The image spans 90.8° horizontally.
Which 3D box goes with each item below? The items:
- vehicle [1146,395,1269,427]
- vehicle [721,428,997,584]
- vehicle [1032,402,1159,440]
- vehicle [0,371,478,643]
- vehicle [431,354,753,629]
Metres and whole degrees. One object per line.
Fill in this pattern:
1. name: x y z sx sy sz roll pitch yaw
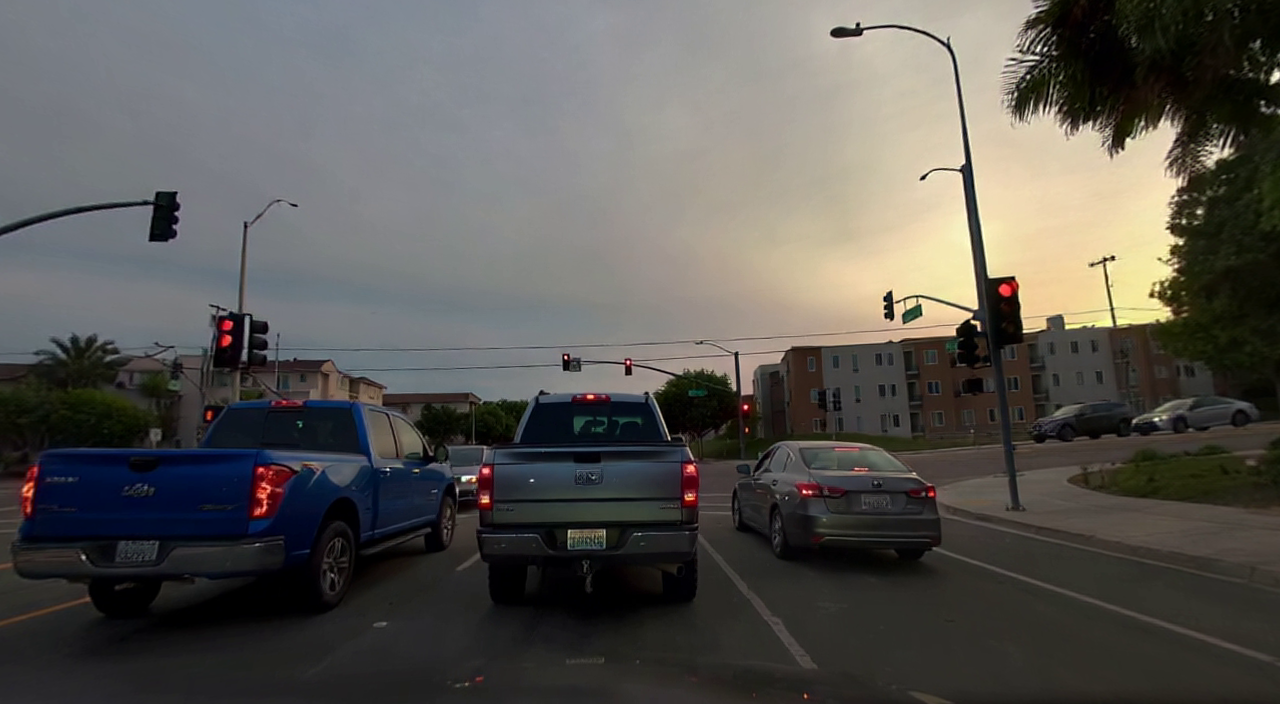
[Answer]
1. vehicle: 29.278 3.058 32.680 4.540 1.543 1.803 0 -9 1
2. vehicle: 2.400 1.815 8.329 2.016 1.481 4.336 0 -9 -1
3. vehicle: 23.316 3.585 32.497 4.721 1.866 2.188 0 -9 2
4. vehicle: -3.462 1.425 6.927 2.146 1.828 5.148 0 -9 -2
5. vehicle: -0.361 1.313 6.802 2.282 1.964 4.421 0 -9 -1
